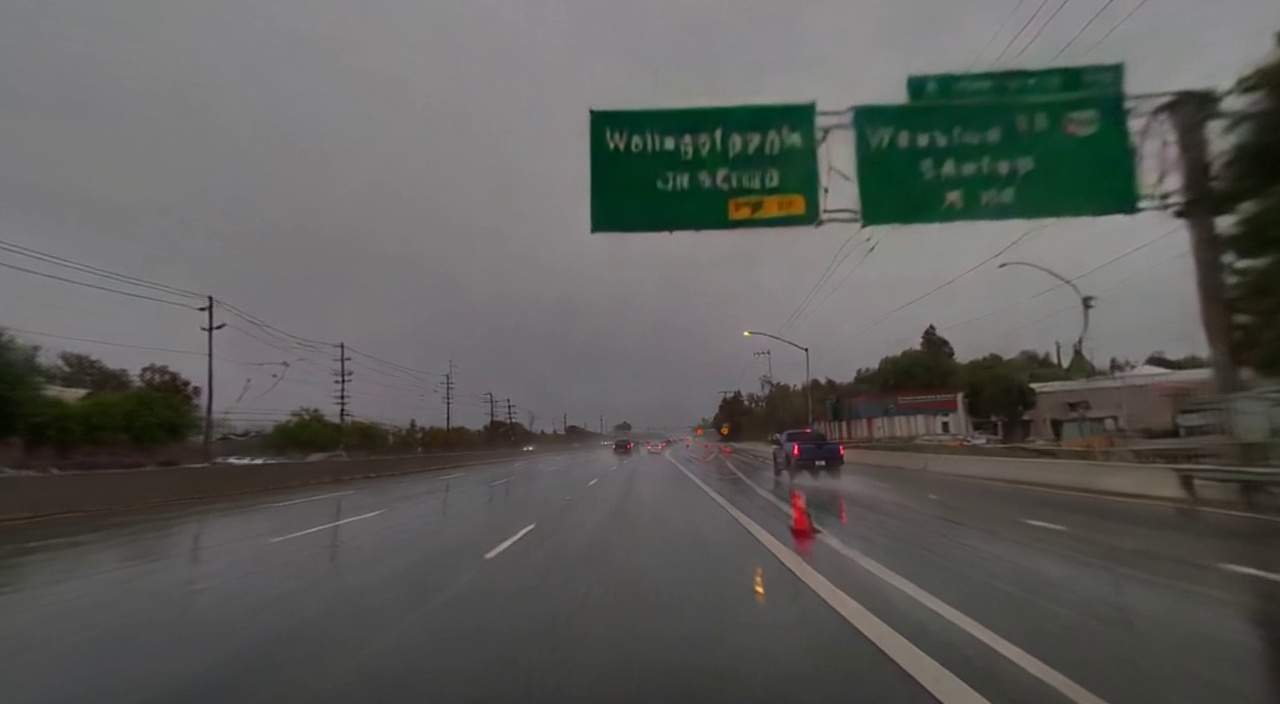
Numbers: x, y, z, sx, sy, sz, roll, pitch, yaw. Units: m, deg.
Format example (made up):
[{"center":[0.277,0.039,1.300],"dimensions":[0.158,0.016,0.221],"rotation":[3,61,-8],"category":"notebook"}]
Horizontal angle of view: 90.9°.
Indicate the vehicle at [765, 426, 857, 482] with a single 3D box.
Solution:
[{"center":[6.250,3.812,23.754],"dimensions":[2.186,1.840,5.289],"rotation":[-1,-8,3],"category":"vehicle"}]
